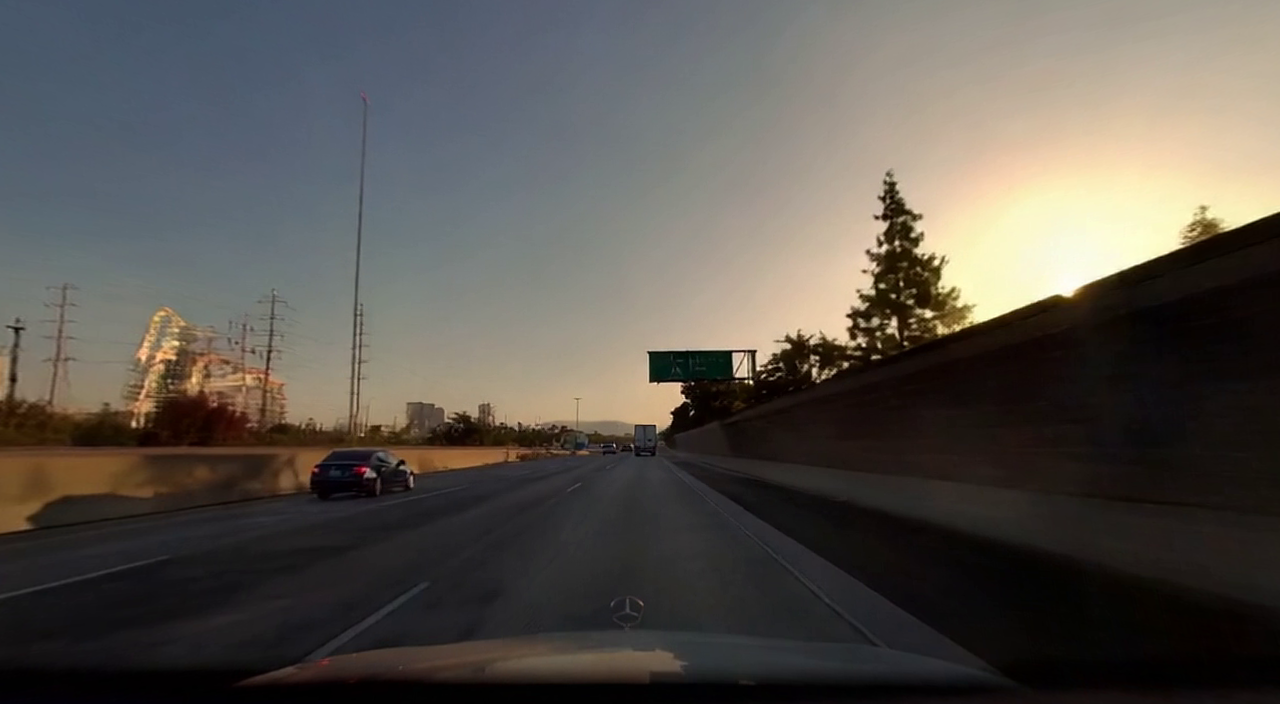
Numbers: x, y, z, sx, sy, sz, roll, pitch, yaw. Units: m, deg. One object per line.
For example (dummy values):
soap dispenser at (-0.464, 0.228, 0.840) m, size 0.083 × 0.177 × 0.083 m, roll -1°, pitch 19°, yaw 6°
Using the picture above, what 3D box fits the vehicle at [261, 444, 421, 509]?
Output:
vehicle at (-7.659, 3.182, 16.758) m, size 1.979 × 1.470 × 4.485 m, roll 0°, pitch -8°, yaw 1°
